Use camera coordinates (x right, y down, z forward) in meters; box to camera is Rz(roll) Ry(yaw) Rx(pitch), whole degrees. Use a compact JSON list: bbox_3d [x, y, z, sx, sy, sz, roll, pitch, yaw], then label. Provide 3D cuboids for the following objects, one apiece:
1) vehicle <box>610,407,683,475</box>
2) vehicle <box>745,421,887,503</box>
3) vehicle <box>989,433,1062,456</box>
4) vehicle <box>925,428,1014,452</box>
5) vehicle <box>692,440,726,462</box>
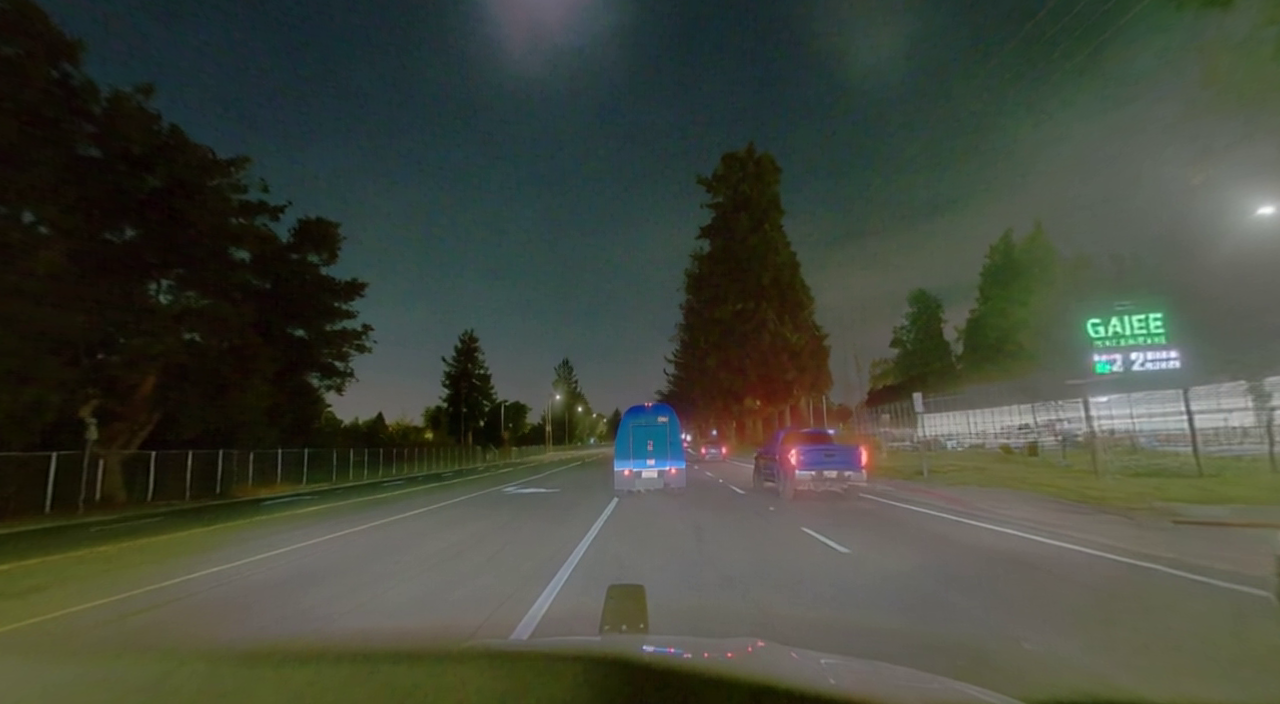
[{"bbox_3d":[0.415,4.434,31.369,3.197,2.963,7.055,0,-8,2],"label":"vehicle"},{"bbox_3d":[4.453,2.880,16.985,2.375,1.857,5.100,0,-8,0],"label":"vehicle"},{"bbox_3d":[23.007,5.546,37.678,3.251,1.321,1.555,0,-9,-1],"label":"vehicle"},{"bbox_3d":[22.655,6.087,43.464,4.995,1.543,1.899,-1,-11,1],"label":"vehicle"},{"bbox_3d":[5.342,7.749,49.429,2.076,1.661,4.524,0,-8,0],"label":"vehicle"}]
